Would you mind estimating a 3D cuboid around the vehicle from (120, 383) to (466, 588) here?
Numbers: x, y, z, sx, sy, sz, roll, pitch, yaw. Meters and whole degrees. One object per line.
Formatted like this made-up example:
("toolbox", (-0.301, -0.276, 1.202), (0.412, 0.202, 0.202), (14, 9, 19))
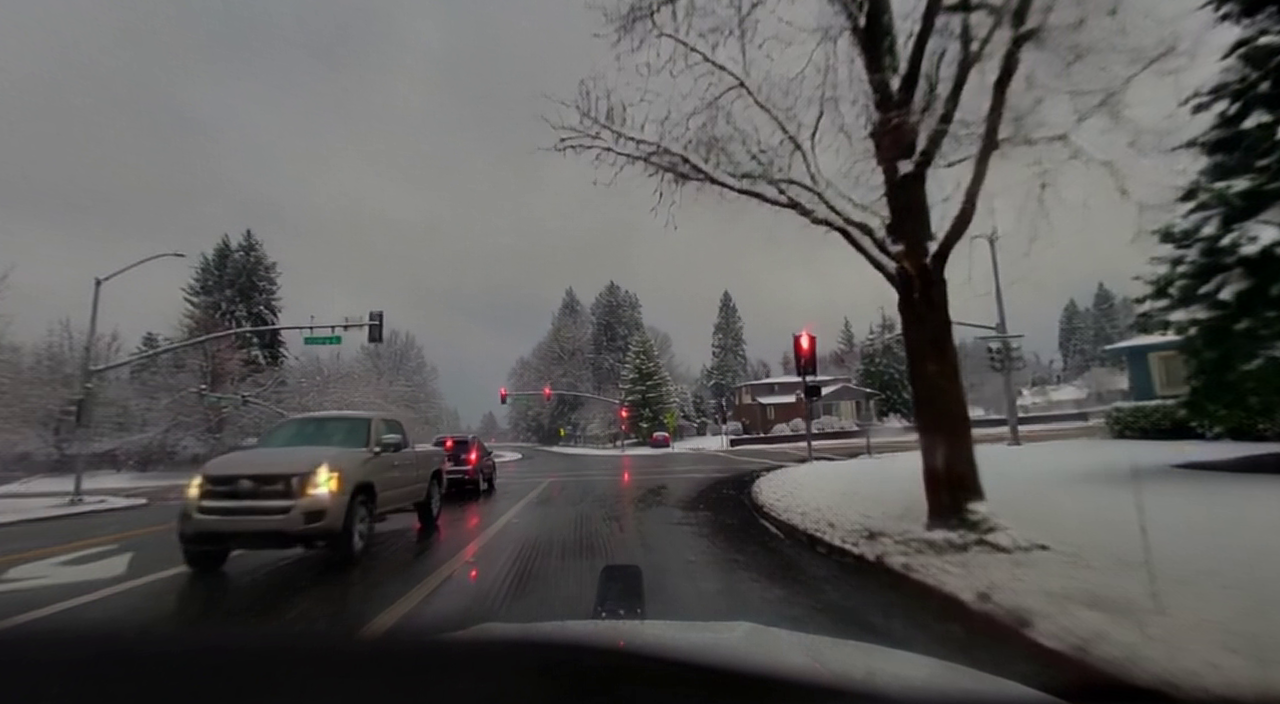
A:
("vehicle", (-3.782, 1.539, 8.130), (2.041, 1.834, 4.679), (0, -8, -4))
